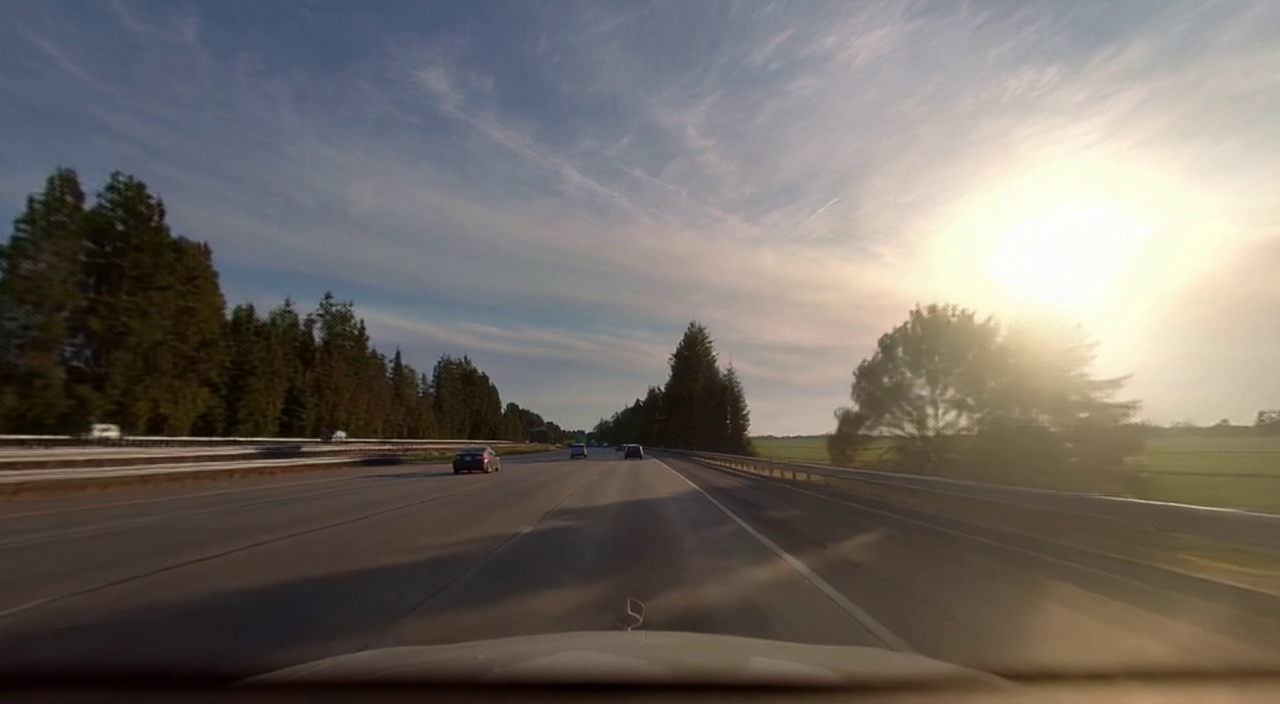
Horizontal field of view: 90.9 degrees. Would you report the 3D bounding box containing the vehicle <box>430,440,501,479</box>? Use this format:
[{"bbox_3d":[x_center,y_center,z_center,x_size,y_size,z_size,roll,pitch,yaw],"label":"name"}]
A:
[{"bbox_3d":[-7.624,4.719,27.949,1.972,1.603,3.891,0,-8,0],"label":"vehicle"}]

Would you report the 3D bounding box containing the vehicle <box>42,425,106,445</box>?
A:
[{"bbox_3d":[-42.444,6.255,47.368,1.565,1.397,3.499,0,-8,0],"label":"vehicle"}]
